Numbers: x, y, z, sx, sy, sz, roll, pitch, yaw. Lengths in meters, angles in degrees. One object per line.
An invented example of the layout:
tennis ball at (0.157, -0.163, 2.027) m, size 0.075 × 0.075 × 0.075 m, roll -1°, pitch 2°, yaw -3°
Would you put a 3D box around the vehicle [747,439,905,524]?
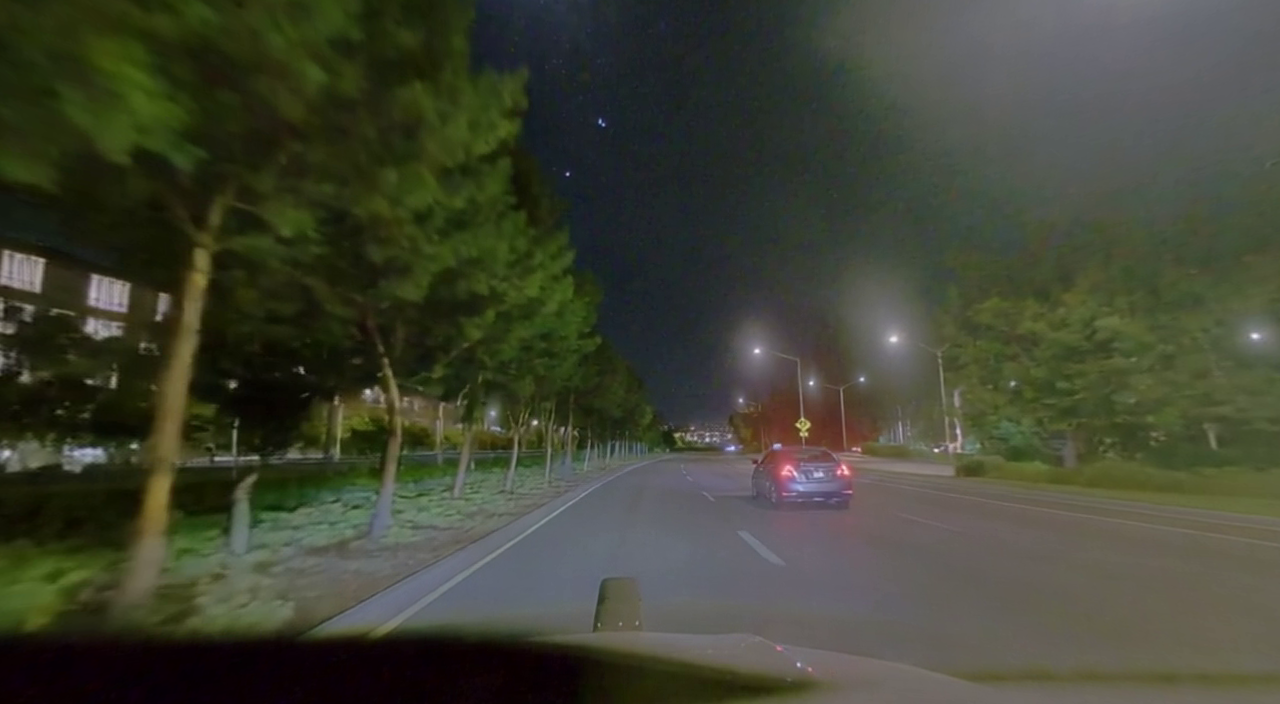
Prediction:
vehicle at (3.680, 2.641, 13.492) m, size 1.928 × 1.481 × 4.453 m, roll 0°, pitch -9°, yaw -1°
